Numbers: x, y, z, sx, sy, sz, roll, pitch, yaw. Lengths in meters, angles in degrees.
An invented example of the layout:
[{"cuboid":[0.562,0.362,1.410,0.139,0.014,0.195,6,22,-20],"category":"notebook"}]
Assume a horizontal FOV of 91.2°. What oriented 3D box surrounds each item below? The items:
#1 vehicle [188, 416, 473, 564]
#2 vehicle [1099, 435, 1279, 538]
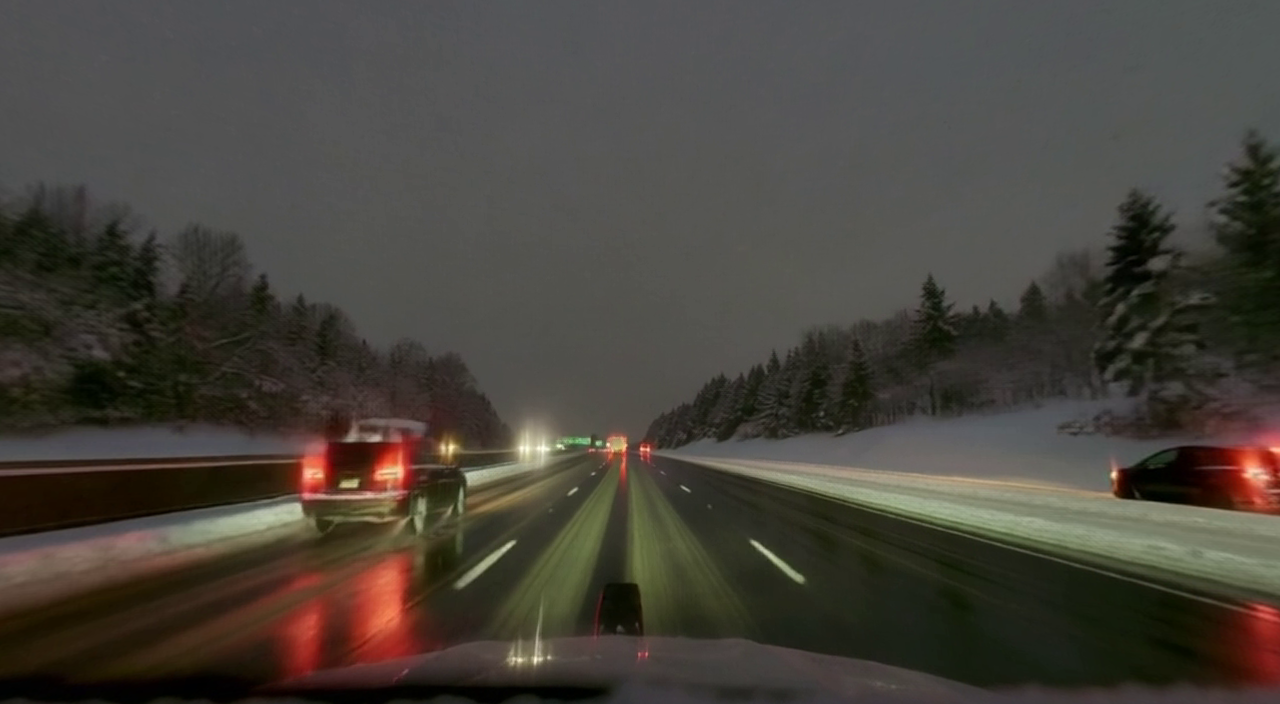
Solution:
[{"cuboid":[-3.956,1.836,8.945,2.071,1.615,3.868,0,-9,0],"category":"vehicle"},{"cuboid":[10.081,2.158,10.467,1.853,1.463,3.780,0,-9,-1],"category":"vehicle"}]
